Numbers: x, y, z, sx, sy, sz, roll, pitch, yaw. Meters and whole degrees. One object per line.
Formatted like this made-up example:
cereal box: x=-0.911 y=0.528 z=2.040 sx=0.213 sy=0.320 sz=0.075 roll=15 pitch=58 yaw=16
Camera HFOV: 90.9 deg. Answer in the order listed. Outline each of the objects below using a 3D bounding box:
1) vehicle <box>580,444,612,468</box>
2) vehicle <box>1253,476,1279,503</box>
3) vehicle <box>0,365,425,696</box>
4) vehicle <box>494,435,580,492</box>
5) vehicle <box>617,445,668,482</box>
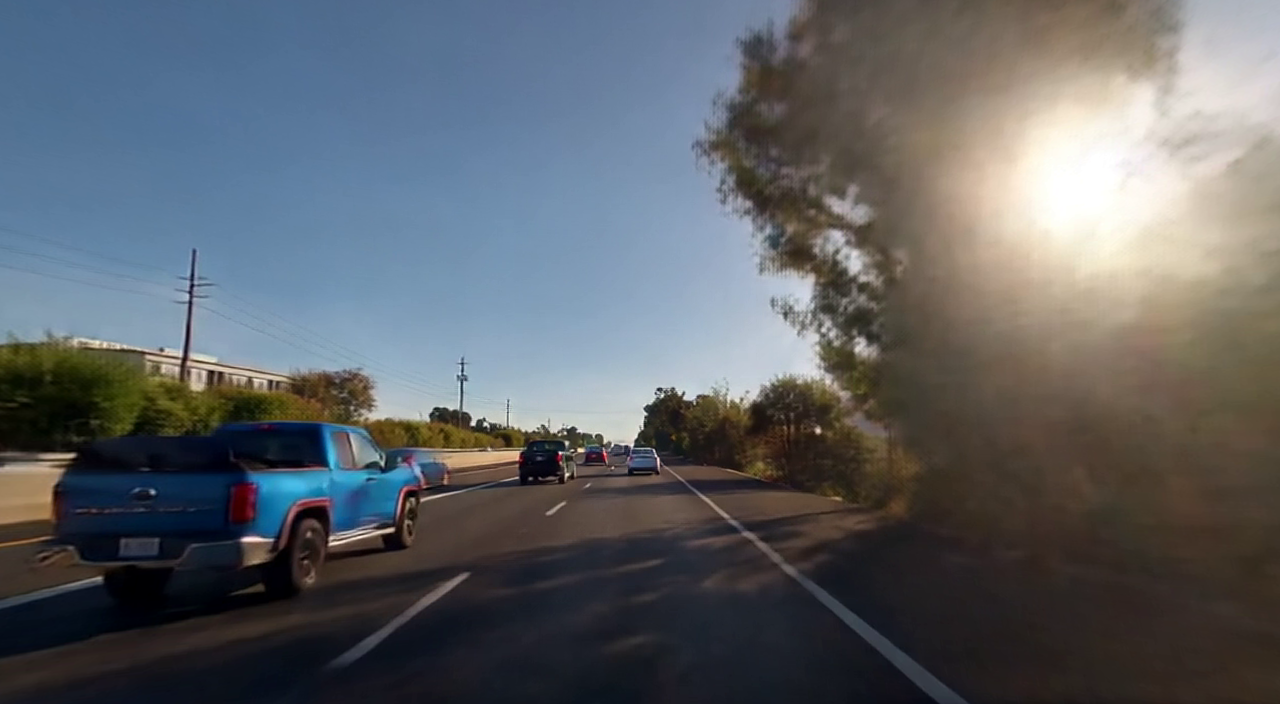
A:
vehicle: x=-3.280 y=7.894 z=48.029 sx=1.993 sy=1.717 sz=4.321 roll=-1 pitch=-8 yaw=2
vehicle: x=39.774 y=8.550 z=39.230 sx=4.203 sy=1.418 sz=1.942 roll=8 pitch=-12 yaw=-42
vehicle: x=-4.190 y=1.391 z=6.277 sx=2.198 sy=1.848 sz=5.346 roll=0 pitch=-8 yaw=0
vehicle: x=-3.473 y=3.867 z=22.264 sx=2.133 sy=1.789 sz=4.518 roll=-1 pitch=-8 yaw=2
vehicle: x=0.106 y=4.809 z=27.580 sx=2.047 sy=1.473 sz=3.978 roll=0 pitch=-8 yaw=0
